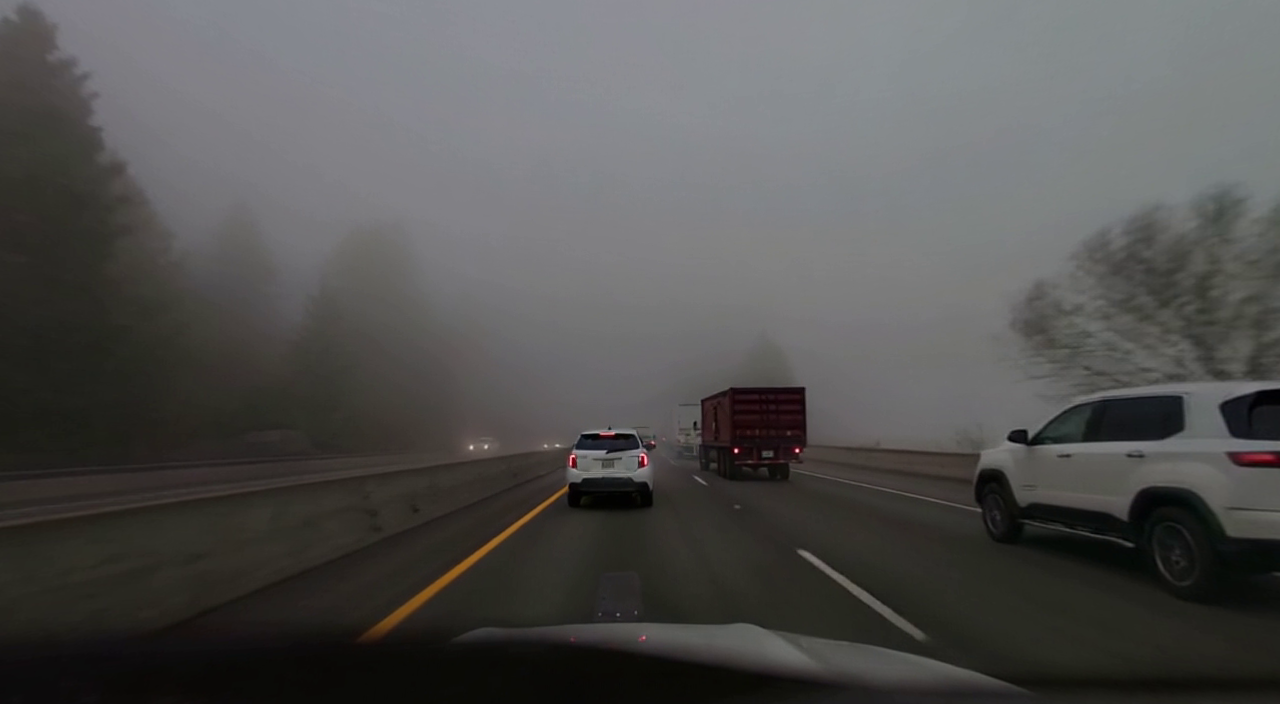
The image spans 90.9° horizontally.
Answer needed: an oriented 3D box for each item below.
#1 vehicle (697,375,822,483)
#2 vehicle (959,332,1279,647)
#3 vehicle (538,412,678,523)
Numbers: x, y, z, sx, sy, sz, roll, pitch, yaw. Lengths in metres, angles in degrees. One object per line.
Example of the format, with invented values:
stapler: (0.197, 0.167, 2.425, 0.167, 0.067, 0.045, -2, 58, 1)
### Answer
vehicle: (3.748, 2.723, 22.082, 2.723, 3.027, 8.478, 0, -7, 0)
vehicle: (4.910, 1.077, 5.665, 2.011, 1.905, 3.905, 0, -8, 0)
vehicle: (-0.512, 1.996, 11.481, 2.082, 1.638, 4.055, 0, -8, -1)
